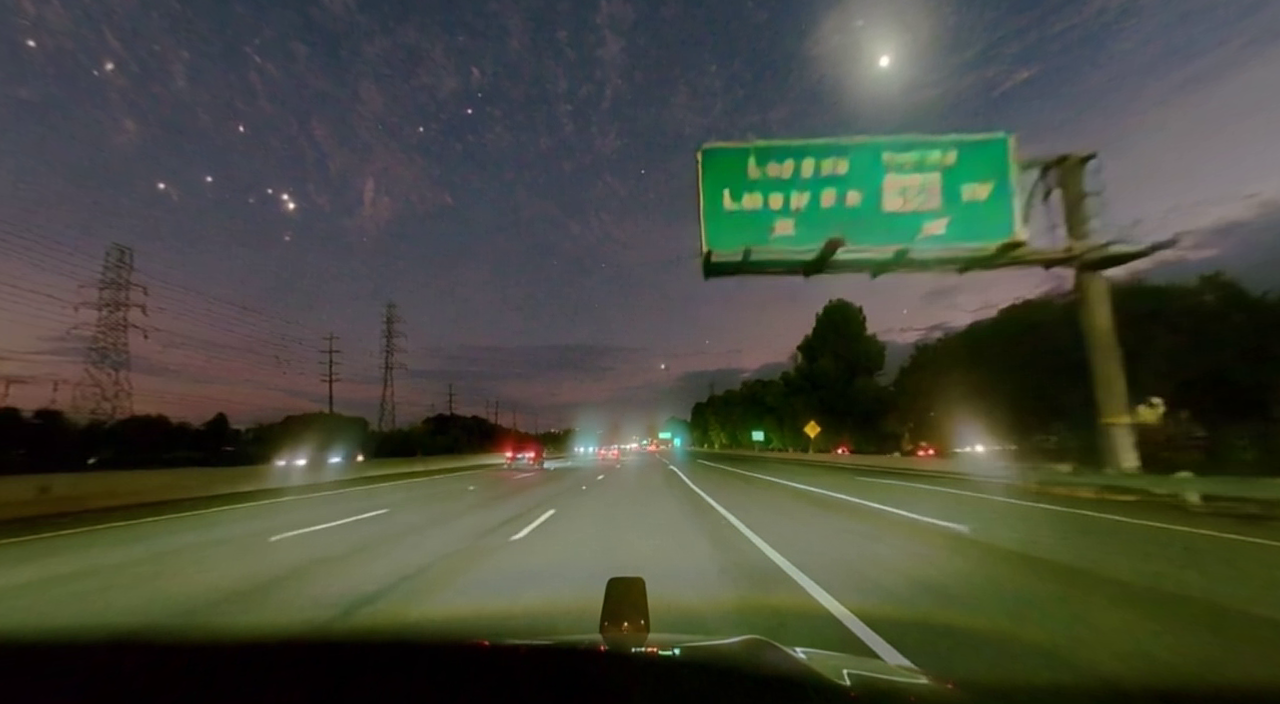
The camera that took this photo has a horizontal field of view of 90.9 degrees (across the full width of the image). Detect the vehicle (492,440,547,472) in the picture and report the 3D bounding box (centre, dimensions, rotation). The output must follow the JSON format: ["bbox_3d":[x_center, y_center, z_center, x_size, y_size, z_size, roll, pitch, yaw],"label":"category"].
[{"bbox_3d":[-6.875,5.992,36.521,2.118,1.696,4.836,0,-9,2],"label":"vehicle"}]

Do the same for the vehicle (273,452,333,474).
[{"bbox_3d":[-25.010,8.213,46.934,1.858,1.522,4.542,0,-9,1],"label":"vehicle"}]
